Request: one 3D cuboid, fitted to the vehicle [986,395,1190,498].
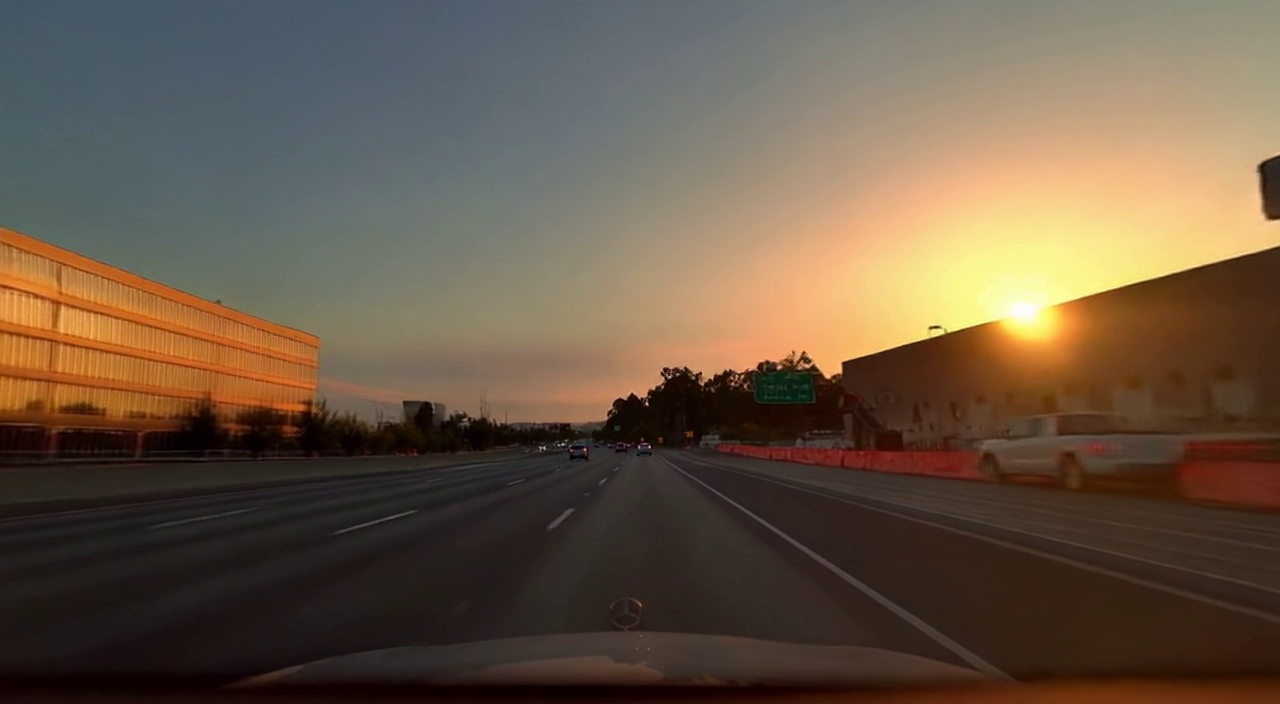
[{"bbox_3d":[14.121,3.083,20.462,2.763,2.805,4.926,-2,-9,0],"label":"vehicle"}]
